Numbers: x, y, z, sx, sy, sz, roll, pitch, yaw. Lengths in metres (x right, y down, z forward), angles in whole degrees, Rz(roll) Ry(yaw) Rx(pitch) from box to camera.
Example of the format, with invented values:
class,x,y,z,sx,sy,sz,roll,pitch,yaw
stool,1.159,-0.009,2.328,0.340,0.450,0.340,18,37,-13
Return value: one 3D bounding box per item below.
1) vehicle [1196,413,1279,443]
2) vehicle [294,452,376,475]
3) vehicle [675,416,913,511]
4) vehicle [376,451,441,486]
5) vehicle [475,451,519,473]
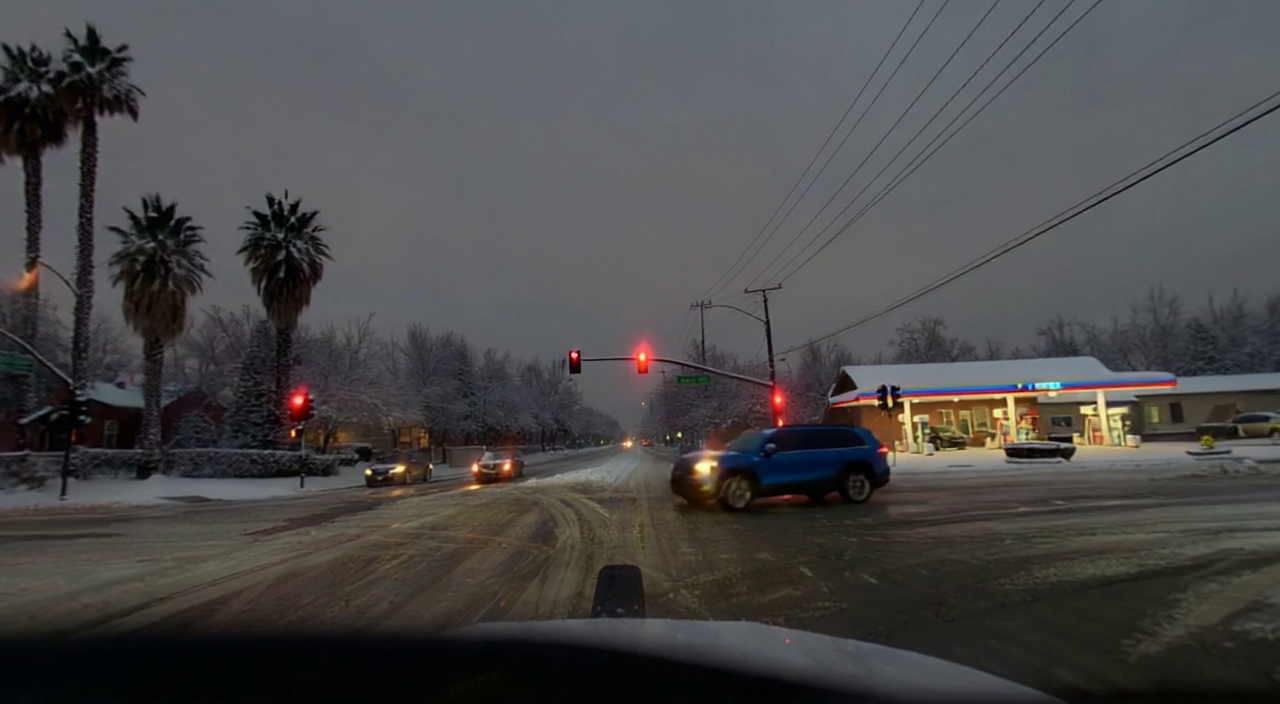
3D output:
class,x,y,z,sx,sy,sz,roll,pitch,yaw
vehicle,38.297,4.795,39.969,4.488,1.447,1.765,-5,-8,-1
vehicle,-20.950,7.678,43.511,4.672,1.469,1.816,-1,-9,-2
vehicle,3.496,2.439,14.253,5.086,1.817,1.952,4,-10,-26
vehicle,-13.051,6.556,35.945,2.009,1.777,4.559,0,-9,-1
vehicle,-9.921,7.656,44.148,2.085,1.451,4.311,0,-9,0
